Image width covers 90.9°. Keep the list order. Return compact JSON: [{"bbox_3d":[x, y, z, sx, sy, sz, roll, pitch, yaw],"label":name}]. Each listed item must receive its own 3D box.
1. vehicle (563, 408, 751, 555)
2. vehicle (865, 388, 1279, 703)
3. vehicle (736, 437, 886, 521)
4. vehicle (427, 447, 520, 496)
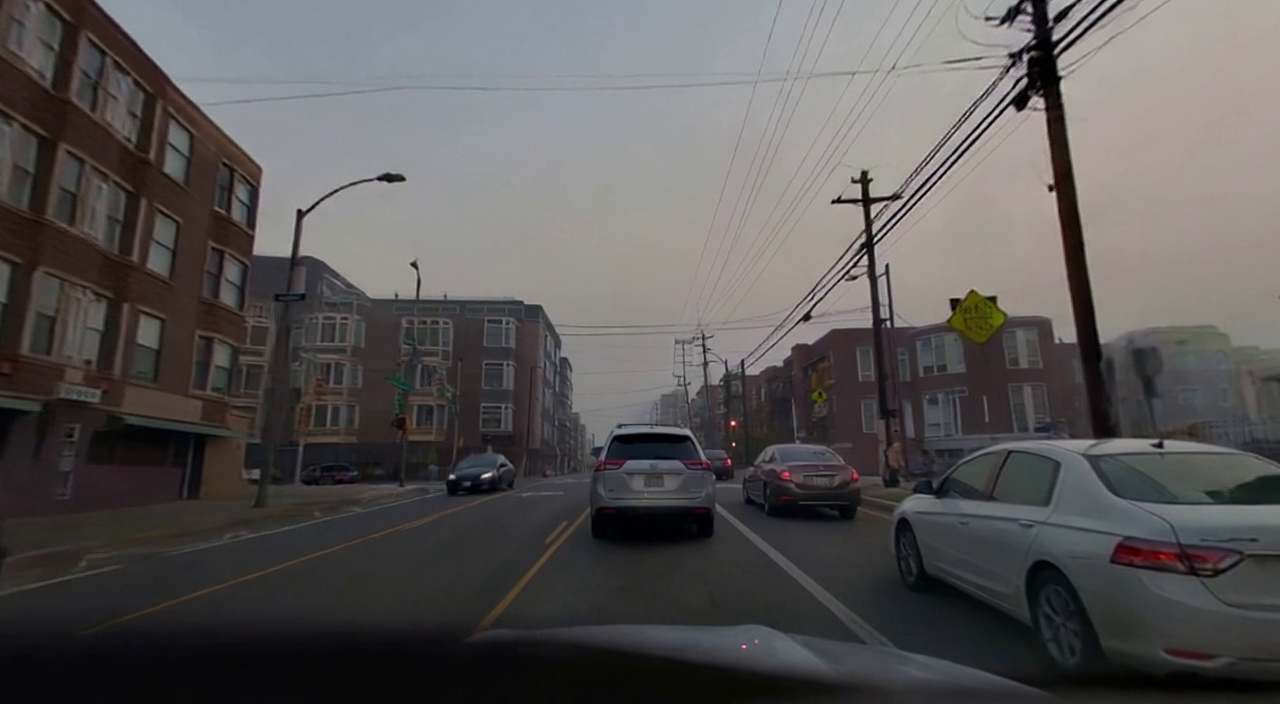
[{"bbox_3d":[0.178,1.848,9.629,2.232,1.736,4.036,0,-9,-1],"label":"vehicle"},{"bbox_3d":[3.329,1.229,4.560,1.906,1.578,4.020,0,-9,0],"label":"vehicle"},{"bbox_3d":[3.327,2.556,13.226,1.970,1.452,4.227,0,-9,0],"label":"vehicle"},{"bbox_3d":[-5.743,4.160,22.331,2.014,1.538,4.275,-1,-9,2],"label":"vehicle"}]
